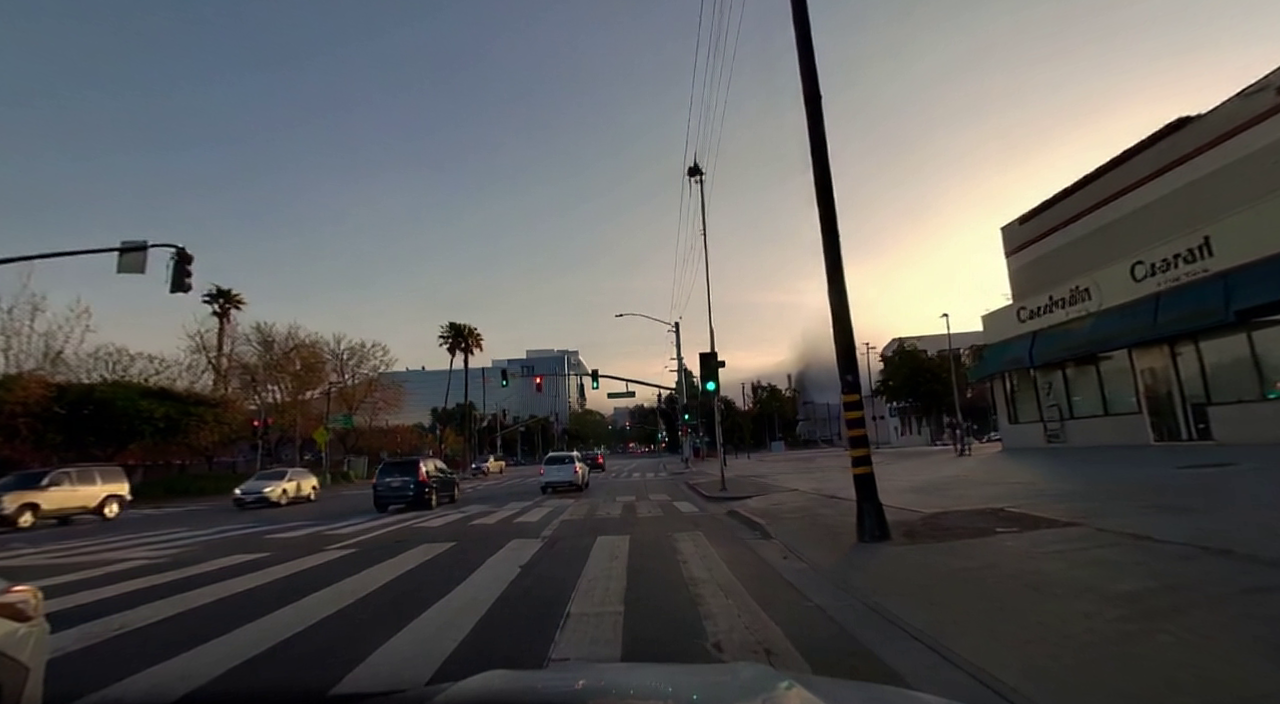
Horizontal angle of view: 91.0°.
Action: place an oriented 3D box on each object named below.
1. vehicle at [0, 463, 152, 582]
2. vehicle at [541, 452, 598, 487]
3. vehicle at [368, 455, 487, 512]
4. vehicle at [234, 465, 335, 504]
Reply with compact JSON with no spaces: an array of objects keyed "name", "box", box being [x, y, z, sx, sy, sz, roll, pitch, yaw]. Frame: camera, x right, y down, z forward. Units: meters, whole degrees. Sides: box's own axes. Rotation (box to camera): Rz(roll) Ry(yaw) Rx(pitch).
[{"name":"vehicle","box":[-9.616,2.380,8.866,2.073,1.519,4.248,0,-9,0]},{"name":"vehicle","box":[-3.245,5.507,29.842,2.147,1.472,4.406,0,-9,1]},{"name":"vehicle","box":[-6.317,3.948,19.363,1.960,1.479,4.654,0,-9,1]},{"name":"vehicle","box":[-15.542,5.811,27.825,1.964,1.485,4.252,-2,-11,0]}]
